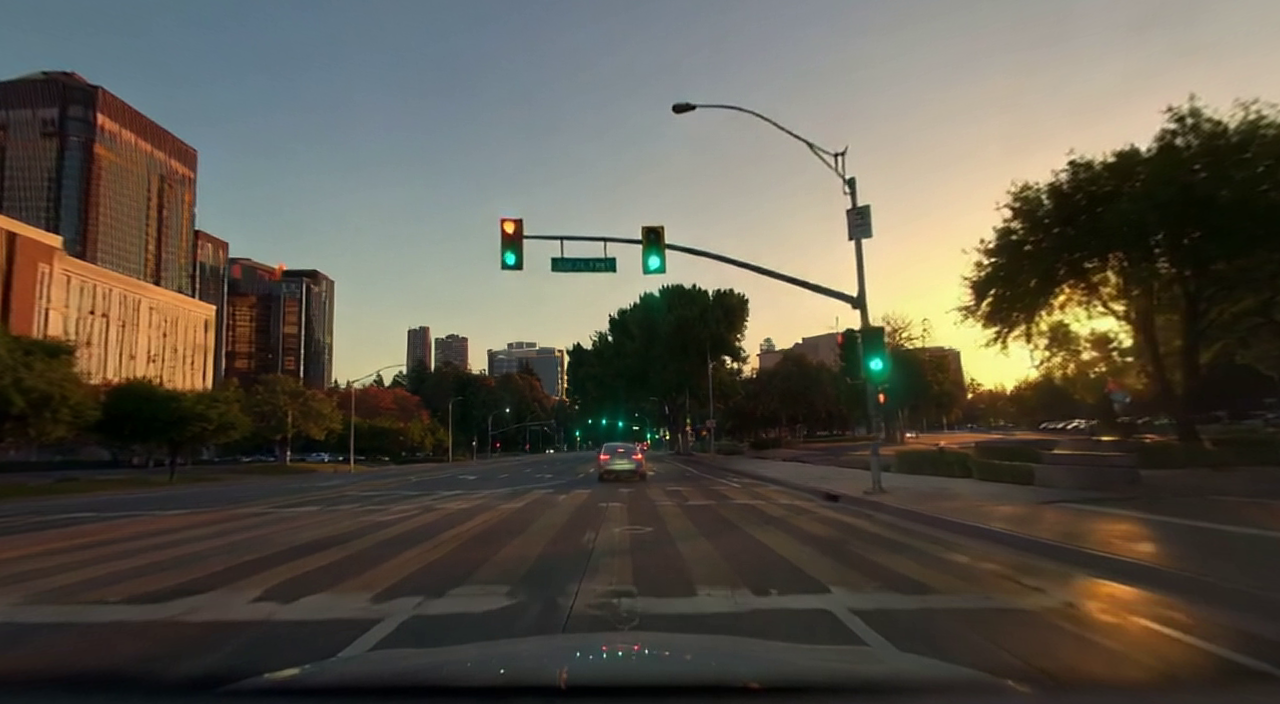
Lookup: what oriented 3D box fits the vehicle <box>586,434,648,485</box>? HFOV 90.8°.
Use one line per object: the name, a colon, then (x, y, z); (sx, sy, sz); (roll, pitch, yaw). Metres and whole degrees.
vehicle: (-0.833, 3.986, 23.695); (2.130, 1.711, 4.038); (0, -9, -1)
